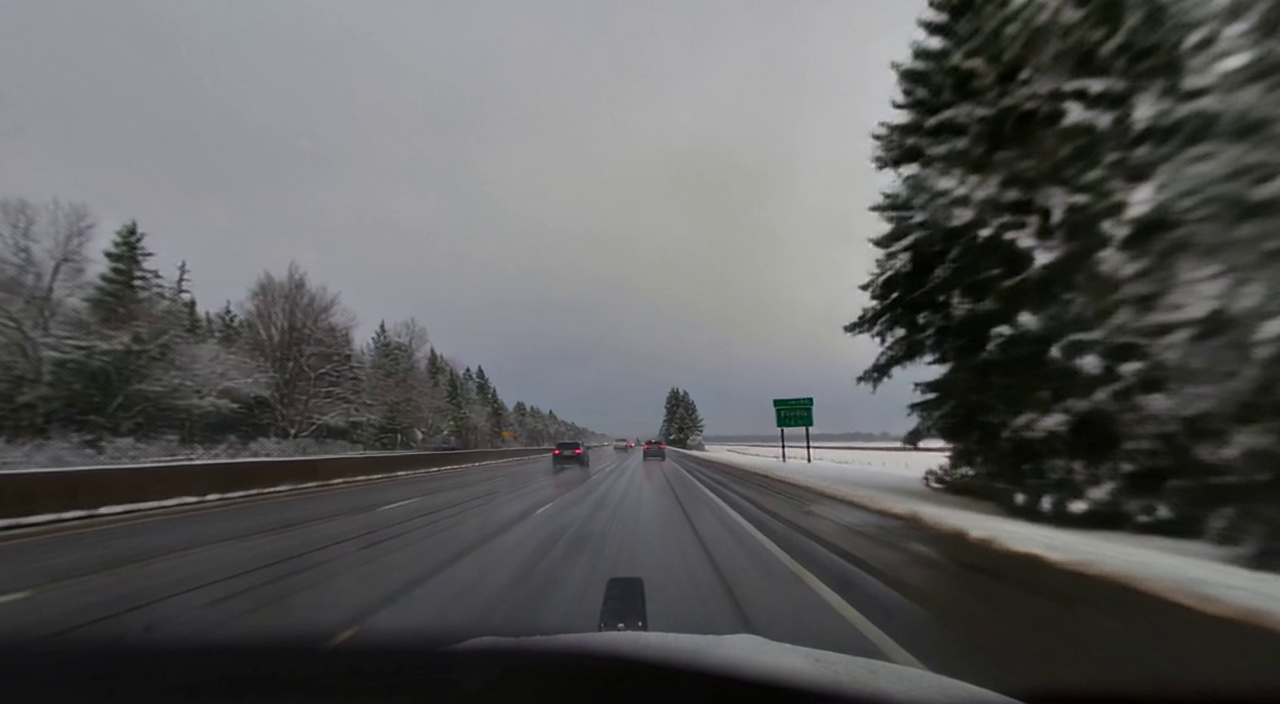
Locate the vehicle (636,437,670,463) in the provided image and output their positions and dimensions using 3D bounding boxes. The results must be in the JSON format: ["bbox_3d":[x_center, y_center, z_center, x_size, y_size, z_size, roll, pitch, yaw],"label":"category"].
[{"bbox_3d":[0.889,6.849,44.043,2.259,1.697,4.106,0,-8,1],"label":"vehicle"}]

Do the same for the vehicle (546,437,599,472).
[{"bbox_3d":[-3.323,5.168,31.965,2.028,1.634,4.441,0,-8,2],"label":"vehicle"}]
